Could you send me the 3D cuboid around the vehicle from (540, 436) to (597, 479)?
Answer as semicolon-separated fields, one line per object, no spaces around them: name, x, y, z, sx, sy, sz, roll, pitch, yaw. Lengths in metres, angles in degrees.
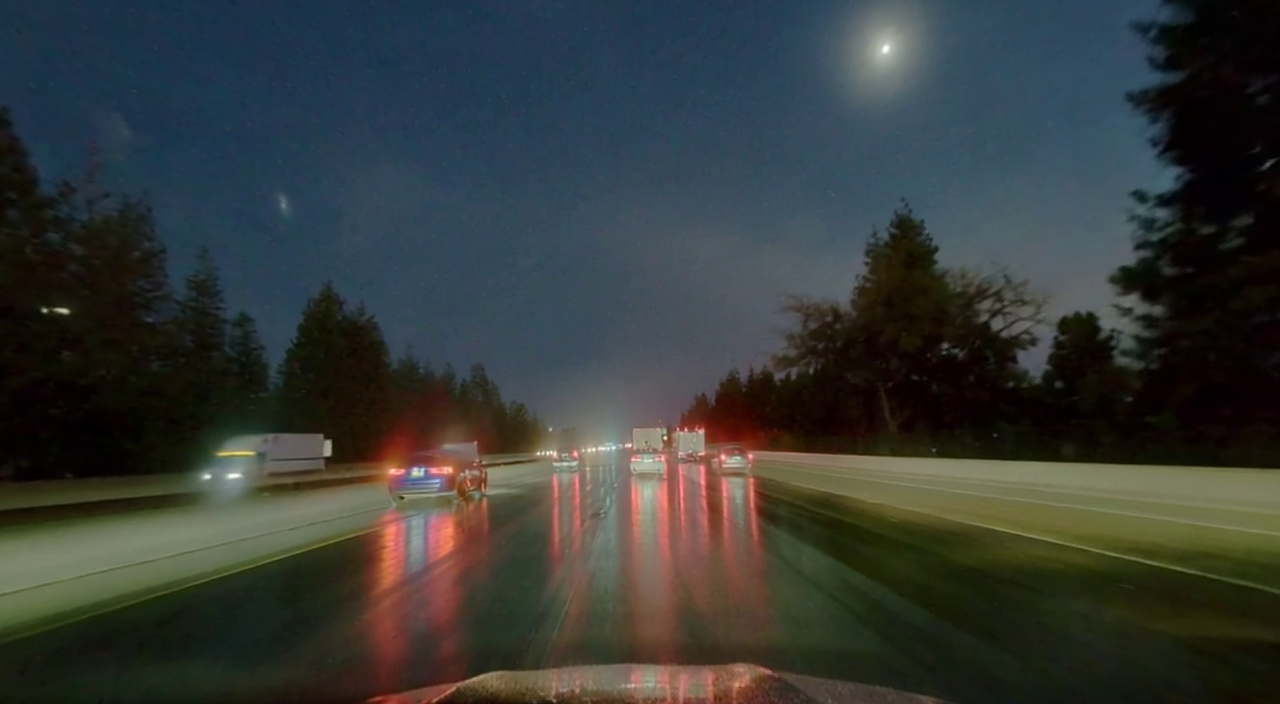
vehicle;-3.468;5.254;31.357;2.230;1.973;4.403;-1;-9;2

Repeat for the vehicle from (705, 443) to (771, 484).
vehicle;3.922;4.556;25.820;1.959;1.503;4.064;0;-9;-1

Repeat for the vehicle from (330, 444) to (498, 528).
vehicle;-4.564;2.750;13.508;1.967;1.473;4.439;0;-9;0

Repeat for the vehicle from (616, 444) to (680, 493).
vehicle;0.253;4.048;22.092;2.015;1.526;4.286;0;-9;0

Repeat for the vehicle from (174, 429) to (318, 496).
vehicle;-16.675;4.707;27.099;2.269;2.522;5.946;0;-9;0
